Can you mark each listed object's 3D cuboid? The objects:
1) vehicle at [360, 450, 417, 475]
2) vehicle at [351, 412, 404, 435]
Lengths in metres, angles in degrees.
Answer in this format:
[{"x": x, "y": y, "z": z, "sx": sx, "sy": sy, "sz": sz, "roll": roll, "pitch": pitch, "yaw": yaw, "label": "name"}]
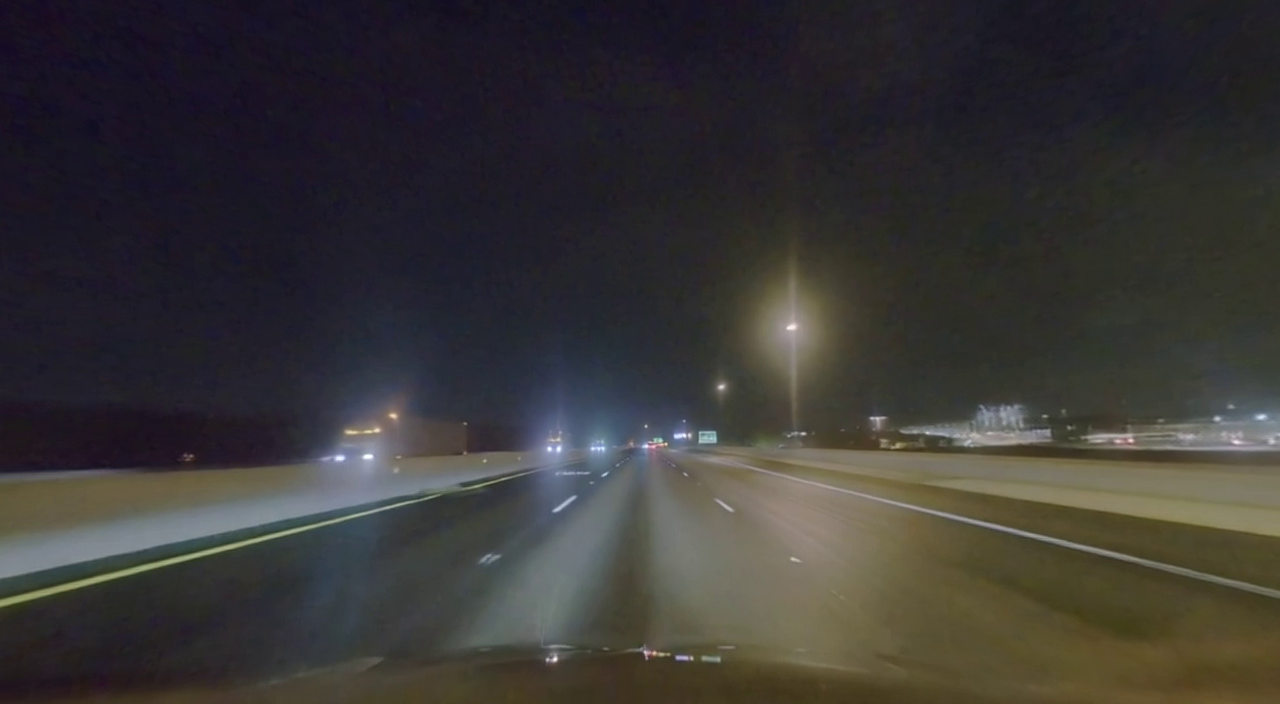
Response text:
[{"x": -16.389, "y": 7.202, "z": 41.154, "sx": 1.853, "sy": 1.544, "sz": 4.416, "roll": 0, "pitch": -8, "yaw": 1, "label": "vehicle"}, {"x": -20.247, "y": 5.574, "z": 48.605, "sx": 2.010, "sy": 1.679, "sz": 4.548, "roll": 0, "pitch": -7, "yaw": 2, "label": "vehicle"}]
